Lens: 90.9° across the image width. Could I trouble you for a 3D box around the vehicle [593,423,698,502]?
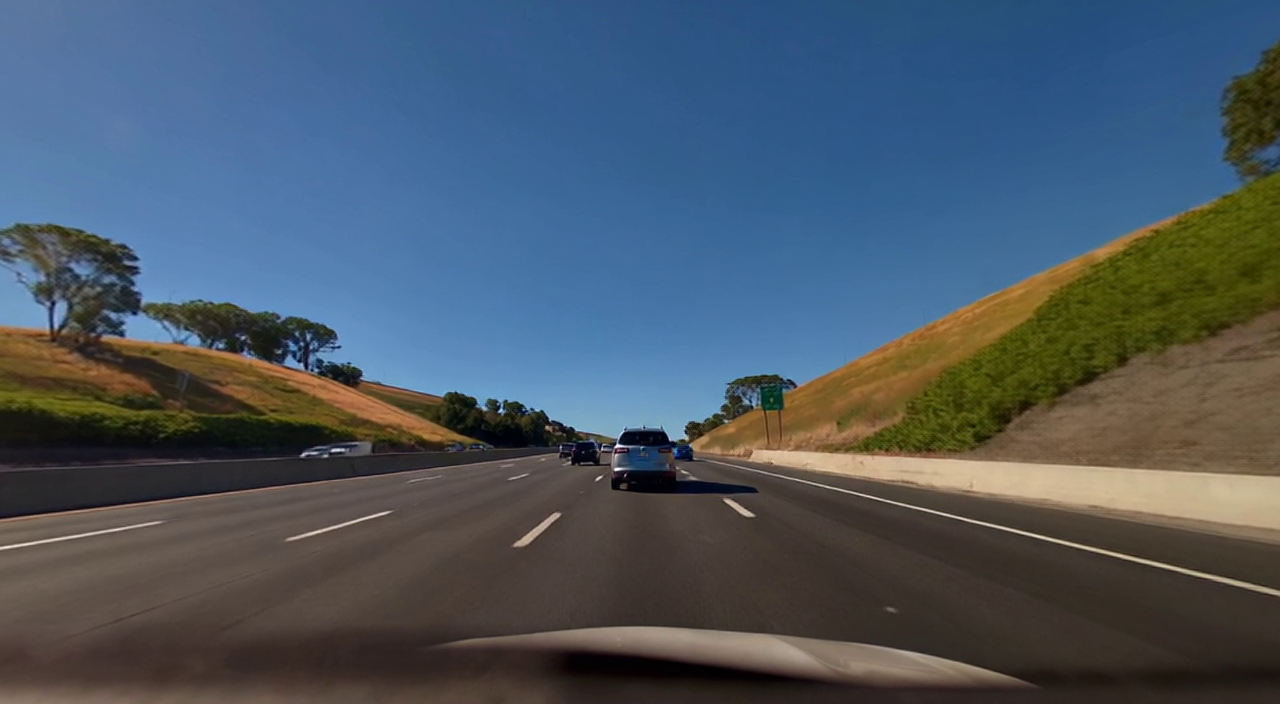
[{"bbox_3d":[0.134,2.900,16.856,2.447,1.804,4.273,0,-9,0],"label":"vehicle"}]
